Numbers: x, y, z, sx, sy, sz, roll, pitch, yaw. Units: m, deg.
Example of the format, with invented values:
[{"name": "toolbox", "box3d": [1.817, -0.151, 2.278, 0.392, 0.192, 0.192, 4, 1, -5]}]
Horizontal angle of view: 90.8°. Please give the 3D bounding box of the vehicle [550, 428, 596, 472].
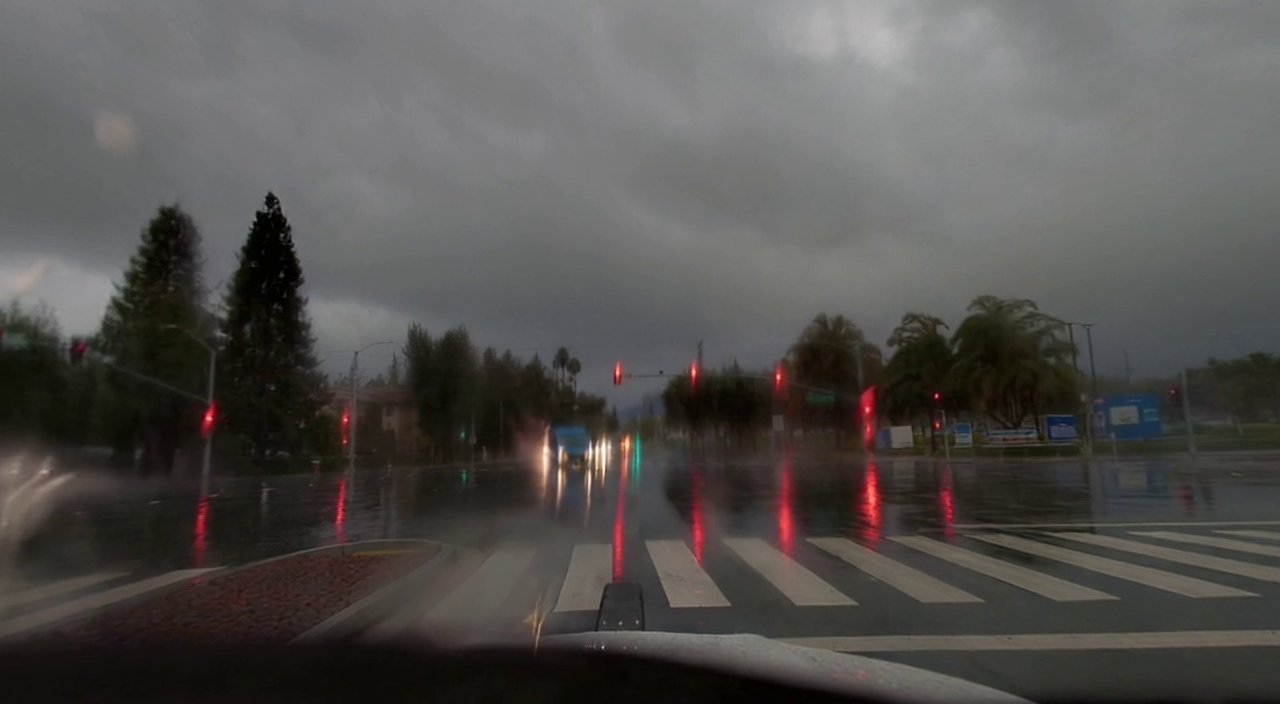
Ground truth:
[{"name": "vehicle", "box3d": [-4.045, 5.756, 37.343, 2.465, 2.404, 5.791, 1, -8, -8]}]
